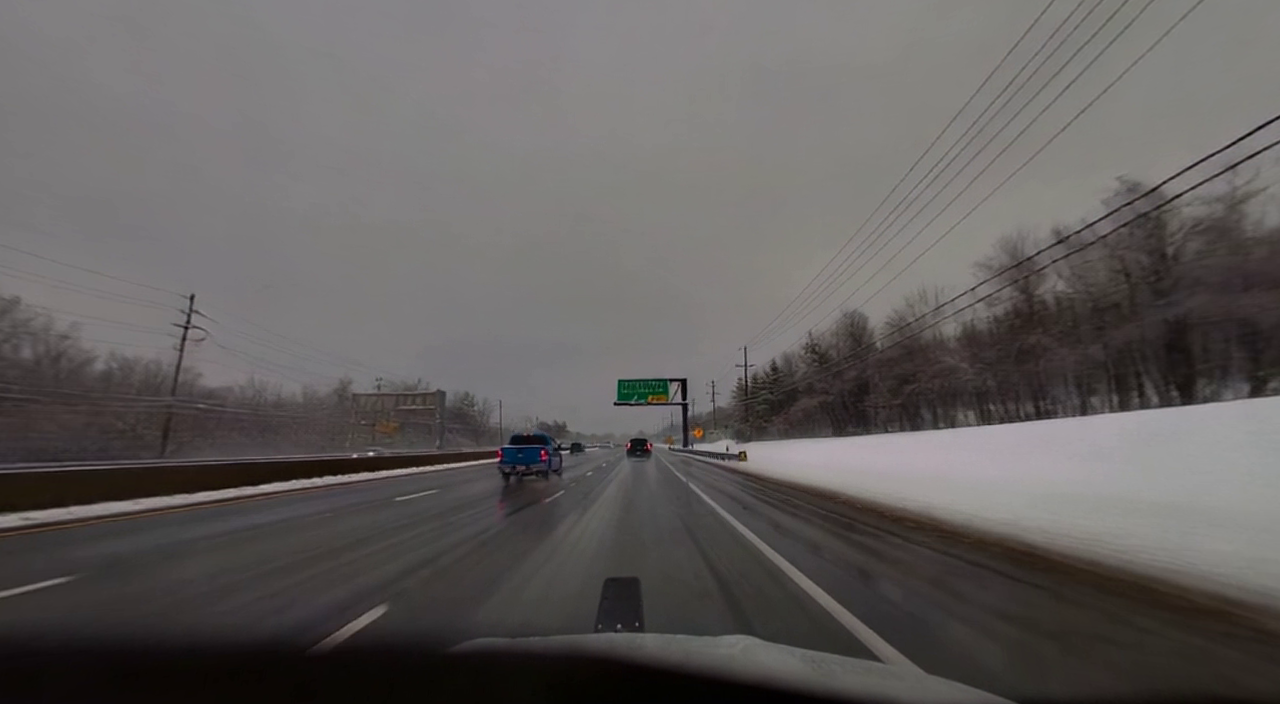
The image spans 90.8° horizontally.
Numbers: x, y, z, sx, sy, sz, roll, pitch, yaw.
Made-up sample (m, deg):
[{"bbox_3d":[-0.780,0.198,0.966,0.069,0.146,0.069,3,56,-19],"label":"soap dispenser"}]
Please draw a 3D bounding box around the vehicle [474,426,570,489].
[{"bbox_3d":[-3.750,3.481,21.178,2.204,1.812,5.289,0,-8,0],"label":"vehicle"}]

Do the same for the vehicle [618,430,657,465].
[{"bbox_3d":[-0.175,6.256,41.368,2.358,2.144,4.713,0,-8,-1],"label":"vehicle"}]
